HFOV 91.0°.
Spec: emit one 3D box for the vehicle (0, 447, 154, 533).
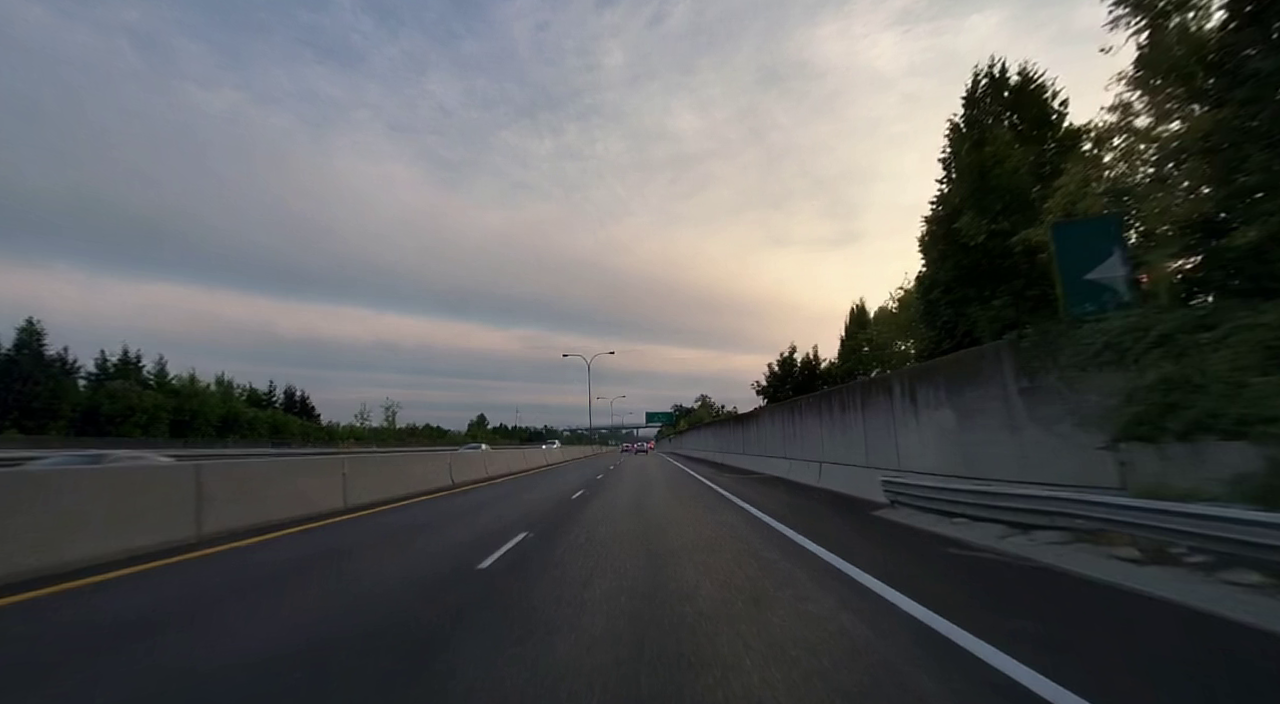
[{"bbox_3d":[-12.048,2.623,12.354,1.792,1.468,3.946,0,-8,0],"label":"vehicle"}]
